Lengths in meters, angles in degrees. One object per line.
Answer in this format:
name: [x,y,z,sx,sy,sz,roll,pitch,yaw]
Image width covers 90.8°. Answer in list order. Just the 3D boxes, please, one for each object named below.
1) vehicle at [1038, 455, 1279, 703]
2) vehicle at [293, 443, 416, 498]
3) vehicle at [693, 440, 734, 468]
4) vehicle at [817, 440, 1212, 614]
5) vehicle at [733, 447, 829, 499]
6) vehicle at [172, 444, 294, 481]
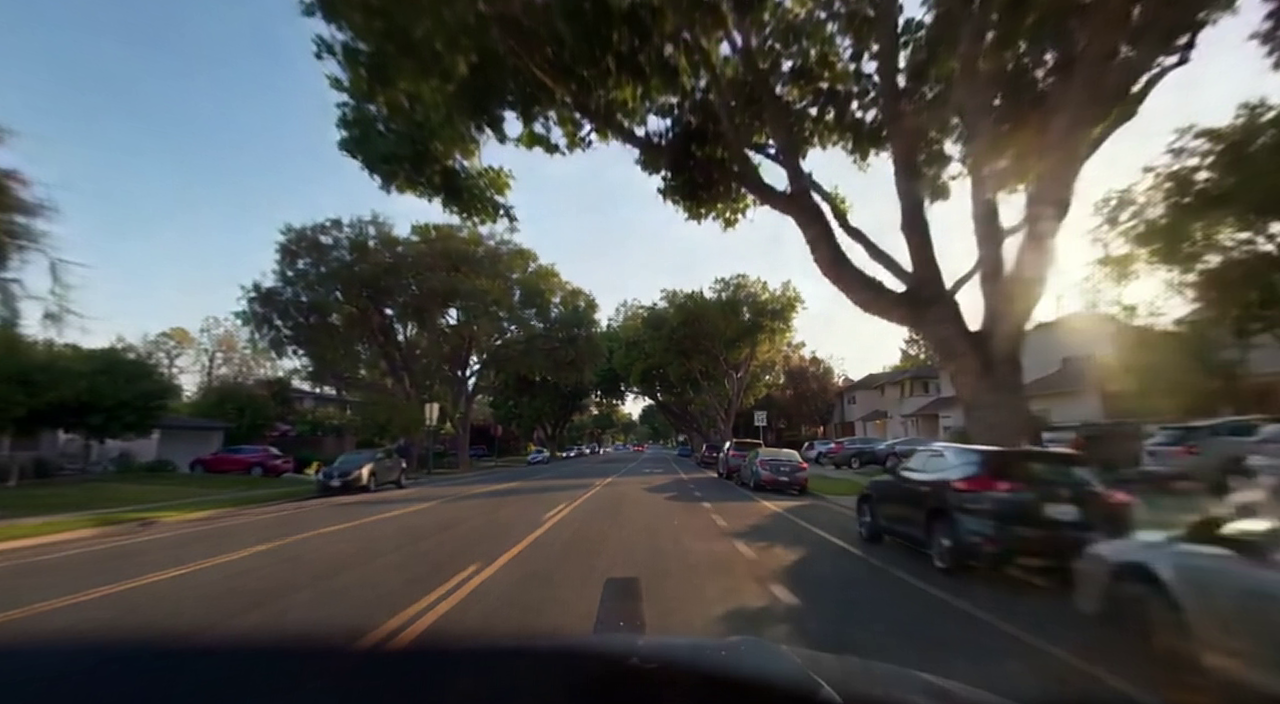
vehicle: [4.043,1.181,2.696,1.911,1.395,4.362,0,-8,1]
vehicle: [-10.357,4.348,23.498,2.093,1.767,5.120,-1,-10,1]
vehicle: [5.003,7.019,43.614,2.254,1.812,4.817,0,-9,0]
vehicle: [3.949,1.891,7.905,2.137,1.515,4.534,0,-9,0]
vehicle: [4.398,3.853,20.602,2.087,1.454,4.914,0,-9,1]
vehicle: [-19.495,5.296,30.384,4.509,1.698,1.890,0,-9,2]
